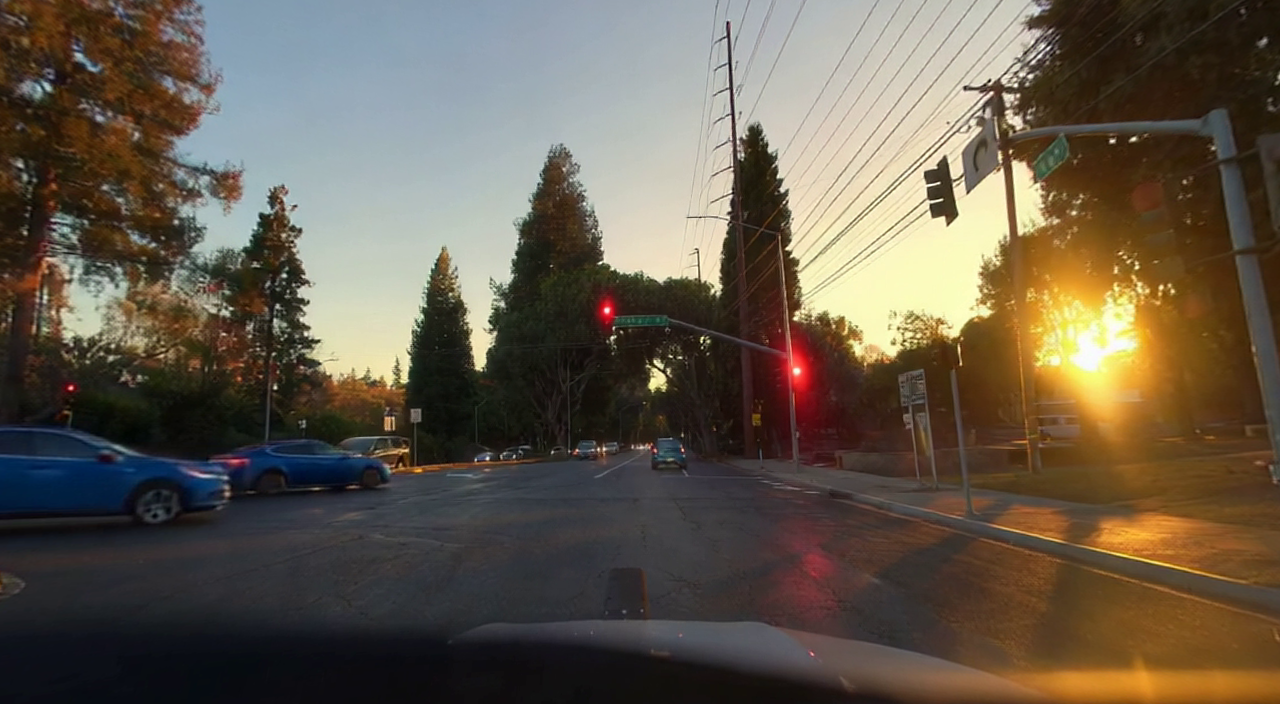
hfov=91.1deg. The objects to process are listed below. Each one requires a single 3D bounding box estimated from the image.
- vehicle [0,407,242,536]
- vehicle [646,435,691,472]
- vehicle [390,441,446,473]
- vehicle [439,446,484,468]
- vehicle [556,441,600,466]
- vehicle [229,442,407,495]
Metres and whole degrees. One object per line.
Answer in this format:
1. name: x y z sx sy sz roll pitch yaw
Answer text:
1. vehicle: -10.475 2.009 10.806 5.930 1.986 2.137 5 -10 -30
2. vehicle: 1.516 5.090 31.652 2.051 1.666 4.607 -1 -9 5
3. vehicle: -13.228 6.299 37.626 1.772 1.647 4.221 -4 -9 0
4. vehicle: -12.685 7.477 44.937 1.841 1.477 4.485 -1 -8 1
5. vehicle: -3.874 6.500 40.267 1.904 1.482 4.603 -1 -8 6
6. vehicle: -9.919 3.567 19.662 1.846 1.446 4.531 -8 -11 40
